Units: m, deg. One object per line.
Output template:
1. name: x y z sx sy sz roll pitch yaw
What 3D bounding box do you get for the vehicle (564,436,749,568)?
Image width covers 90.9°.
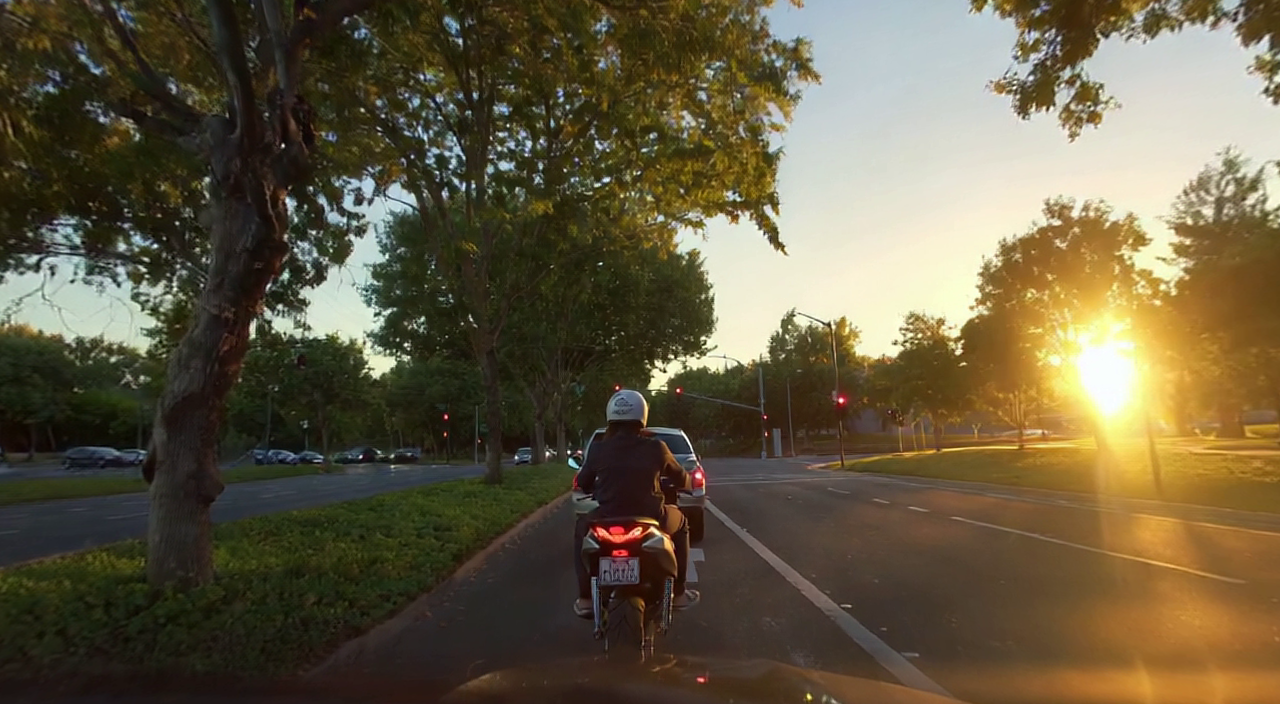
1. vehicle: 0.139 2.024 9.422 2.093 1.450 4.437 0 -8 -1
